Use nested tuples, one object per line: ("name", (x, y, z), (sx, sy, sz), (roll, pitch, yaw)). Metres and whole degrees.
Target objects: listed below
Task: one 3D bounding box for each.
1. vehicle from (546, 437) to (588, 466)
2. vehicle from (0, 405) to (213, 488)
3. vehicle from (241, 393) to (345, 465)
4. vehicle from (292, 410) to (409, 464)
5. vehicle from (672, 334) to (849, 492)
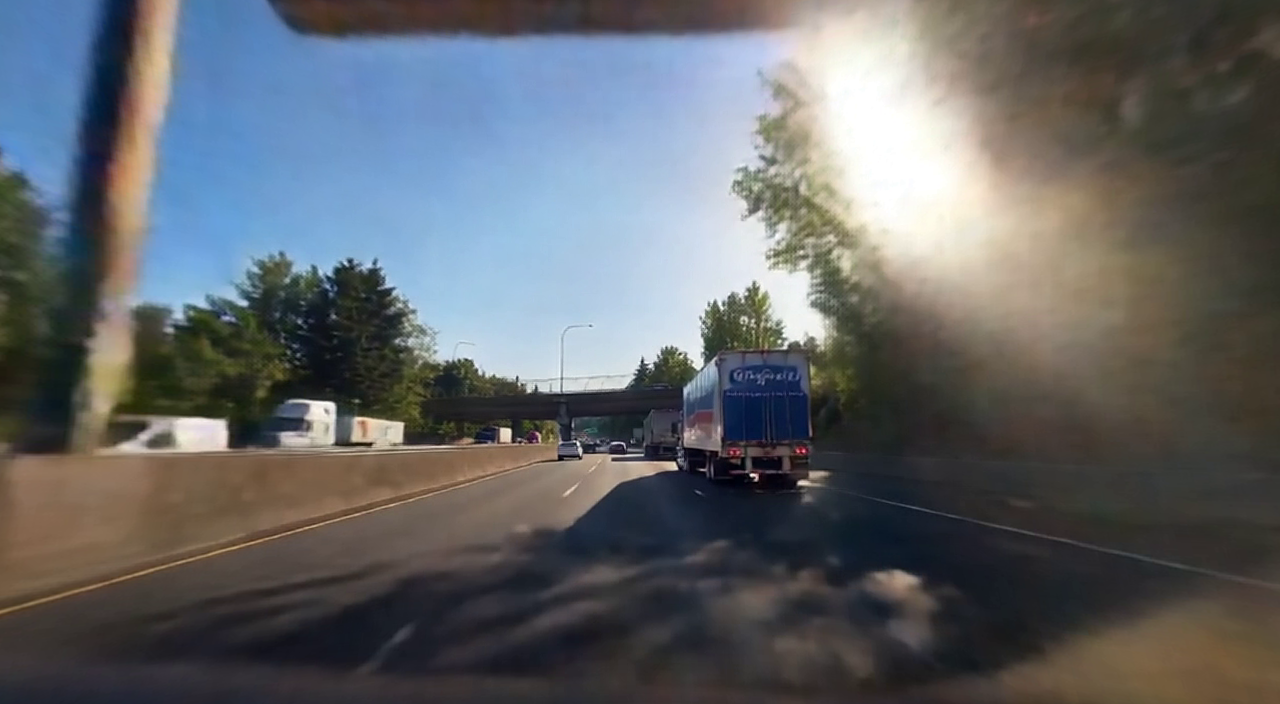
("vehicle", (-4.490, 6.148, 39.138), (2.206, 1.644, 4.027), (0, -8, -1))
("vehicle", (-13.147, 2.267, 15.206), (2.080, 1.652, 5.232), (0, -8, -2))
("vehicle", (-20.978, 4.746, 38.538), (3.161, 3.935, 6.116), (-1, -8, -4))
("vehicle", (-21.136, 6.438, 47.437), (2.782, 3.431, 14.254), (0, -8, -3))
("vehicle", (3.380, 2.471, 22.794), (3.116, 3.992, 13.748), (0, -8, -2))
